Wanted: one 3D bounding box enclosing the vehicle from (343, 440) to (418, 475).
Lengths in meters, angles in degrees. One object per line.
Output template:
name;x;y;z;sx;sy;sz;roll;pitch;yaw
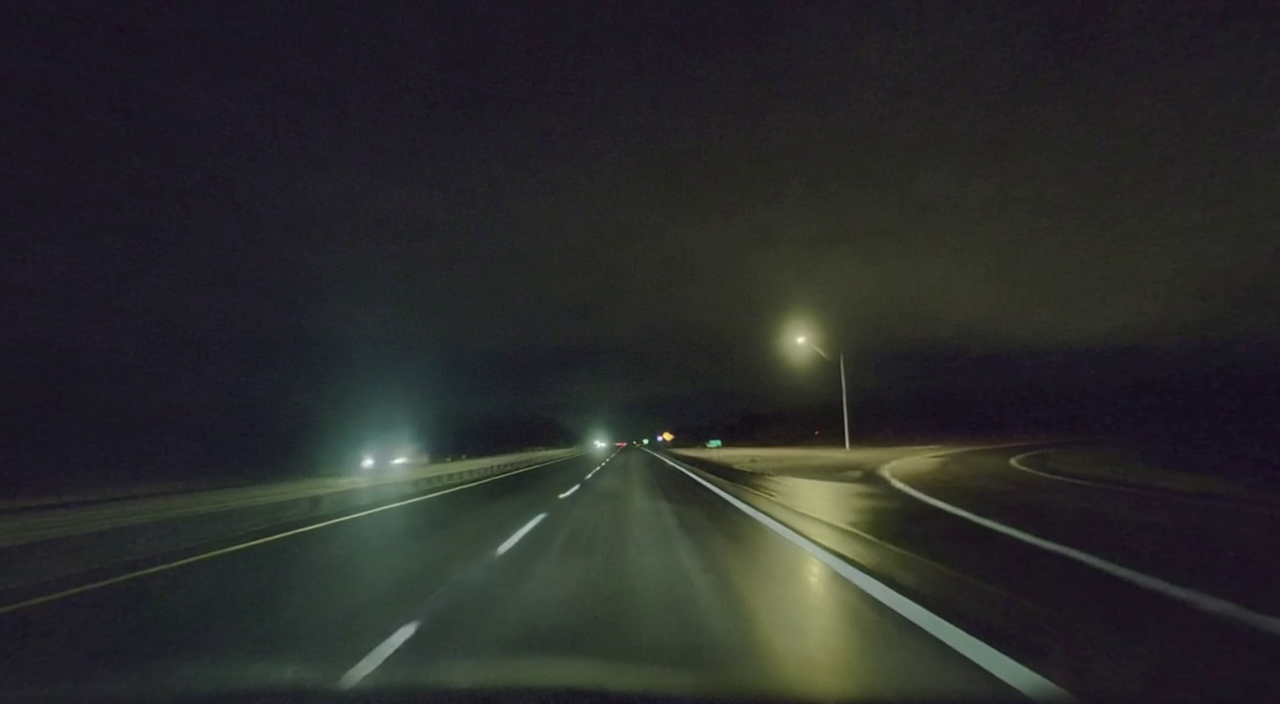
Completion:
vehicle;-14.688;5.979;35.950;2.140;1.808;4.733;-1;-8;1
